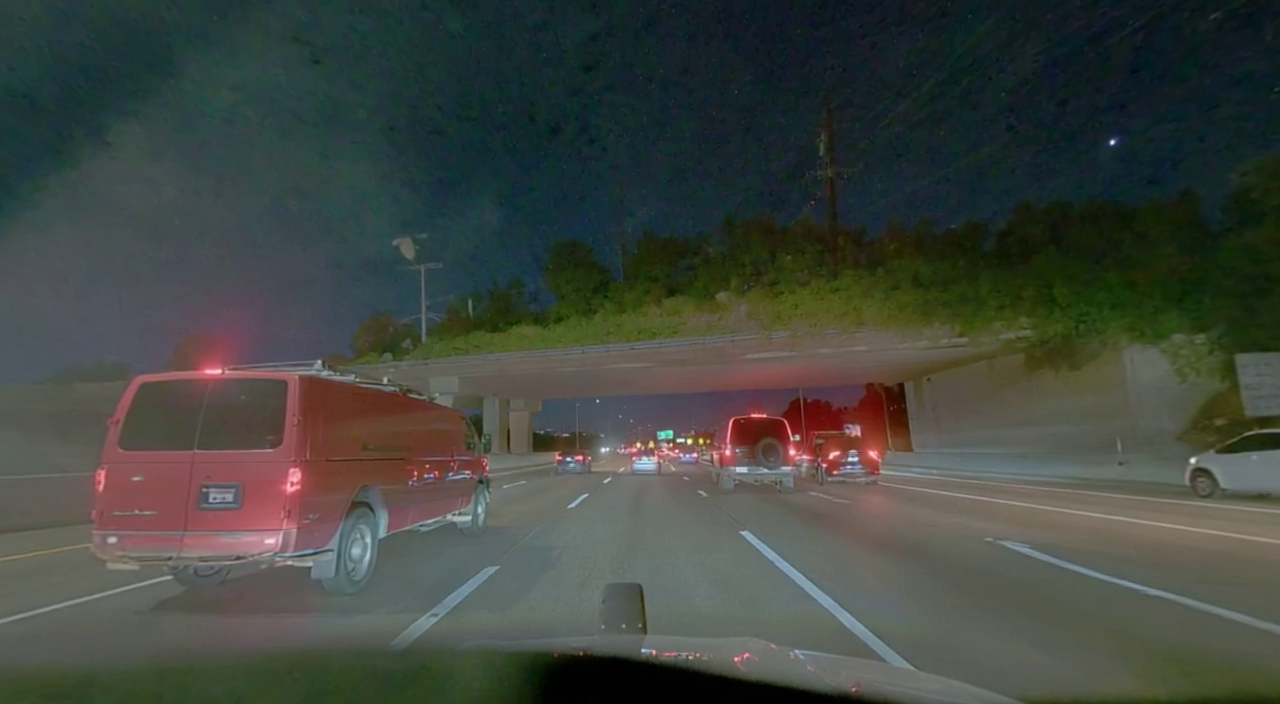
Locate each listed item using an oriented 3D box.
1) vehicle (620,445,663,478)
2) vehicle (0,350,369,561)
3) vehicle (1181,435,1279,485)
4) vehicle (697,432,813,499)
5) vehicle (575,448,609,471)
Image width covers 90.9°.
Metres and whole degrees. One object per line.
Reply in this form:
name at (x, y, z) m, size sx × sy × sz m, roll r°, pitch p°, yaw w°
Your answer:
vehicle at (0.084, 5.731, 33.401) m, size 2.115 × 1.617 × 4.102 m, roll 0°, pitch -9°, yaw 1°
vehicle at (-7.526, 1.800, 11.404) m, size 2.336 × 2.708 × 6.421 m, roll 0°, pitch -9°, yaw 0°
vehicle at (23.286, 3.998, 23.363) m, size 1.982 × 1.748 × 4.713 m, roll 2°, pitch -9°, yaw -6°
vehicle at (3.581, 3.697, 21.095) m, size 2.777 × 1.895 × 5.710 m, roll 0°, pitch -9°, yaw 0°
vehicle at (-3.286, 7.495, 44.193) m, size 1.970 × 1.483 × 4.071 m, roll 0°, pitch -9°, yaw 1°
